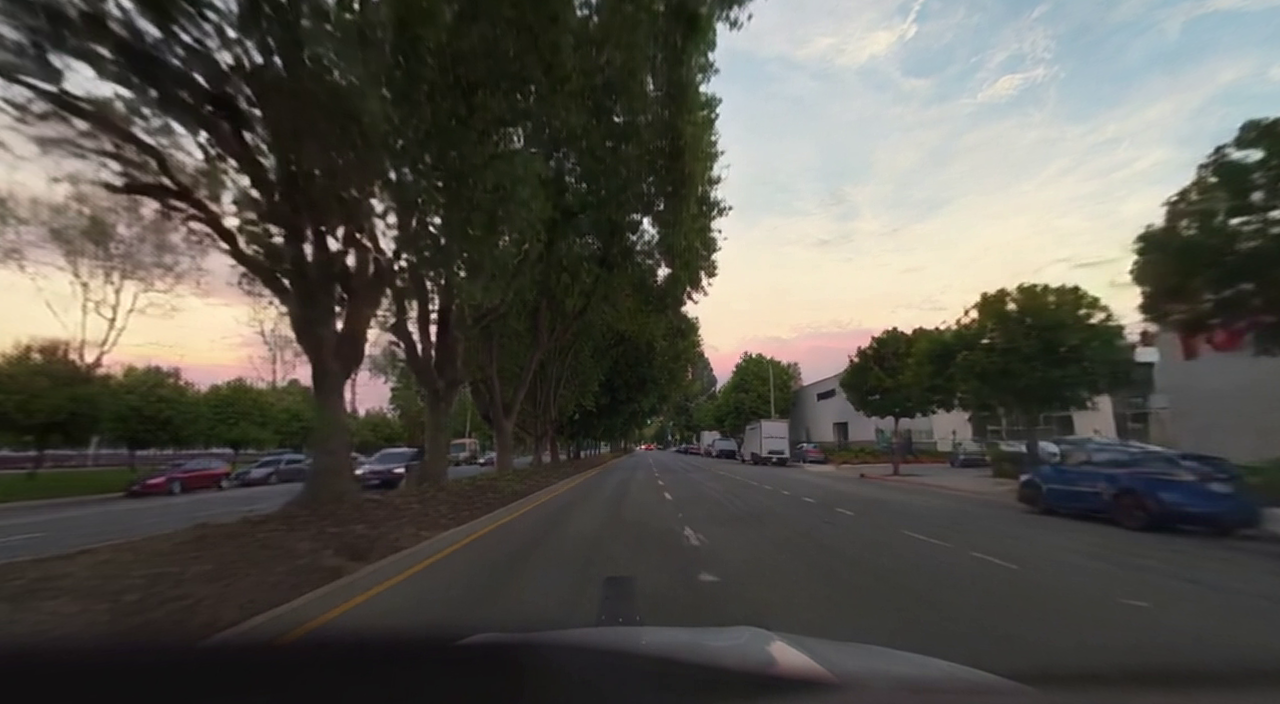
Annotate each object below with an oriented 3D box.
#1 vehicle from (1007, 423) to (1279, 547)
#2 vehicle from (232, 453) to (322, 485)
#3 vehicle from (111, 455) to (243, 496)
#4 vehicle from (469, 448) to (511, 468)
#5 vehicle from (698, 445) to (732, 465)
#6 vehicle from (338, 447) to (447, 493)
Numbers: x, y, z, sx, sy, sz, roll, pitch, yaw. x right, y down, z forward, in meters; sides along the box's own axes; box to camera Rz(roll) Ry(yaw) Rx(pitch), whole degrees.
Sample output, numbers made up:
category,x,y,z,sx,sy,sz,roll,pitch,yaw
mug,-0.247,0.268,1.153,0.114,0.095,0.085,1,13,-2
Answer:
category,x,y,z,sx,sy,sz,roll,pitch,yaw
vehicle,9.503,2.405,11.918,2.303,1.761,4.689,5,-9,-2
vehicle,-18.937,6.086,33.241,1.787,1.482,4.645,-1,-9,4
vehicle,-19.141,5.102,26.441,1.890,1.468,4.727,0,-9,1
vehicle,-10.989,7.780,46.567,1.973,1.442,4.241,0,-9,1
vehicle,5.717,7.897,48.516,1.972,1.417,4.239,0,-9,-1
vehicle,-8.595,4.117,22.456,1.926,1.447,4.547,-1,-9,2
